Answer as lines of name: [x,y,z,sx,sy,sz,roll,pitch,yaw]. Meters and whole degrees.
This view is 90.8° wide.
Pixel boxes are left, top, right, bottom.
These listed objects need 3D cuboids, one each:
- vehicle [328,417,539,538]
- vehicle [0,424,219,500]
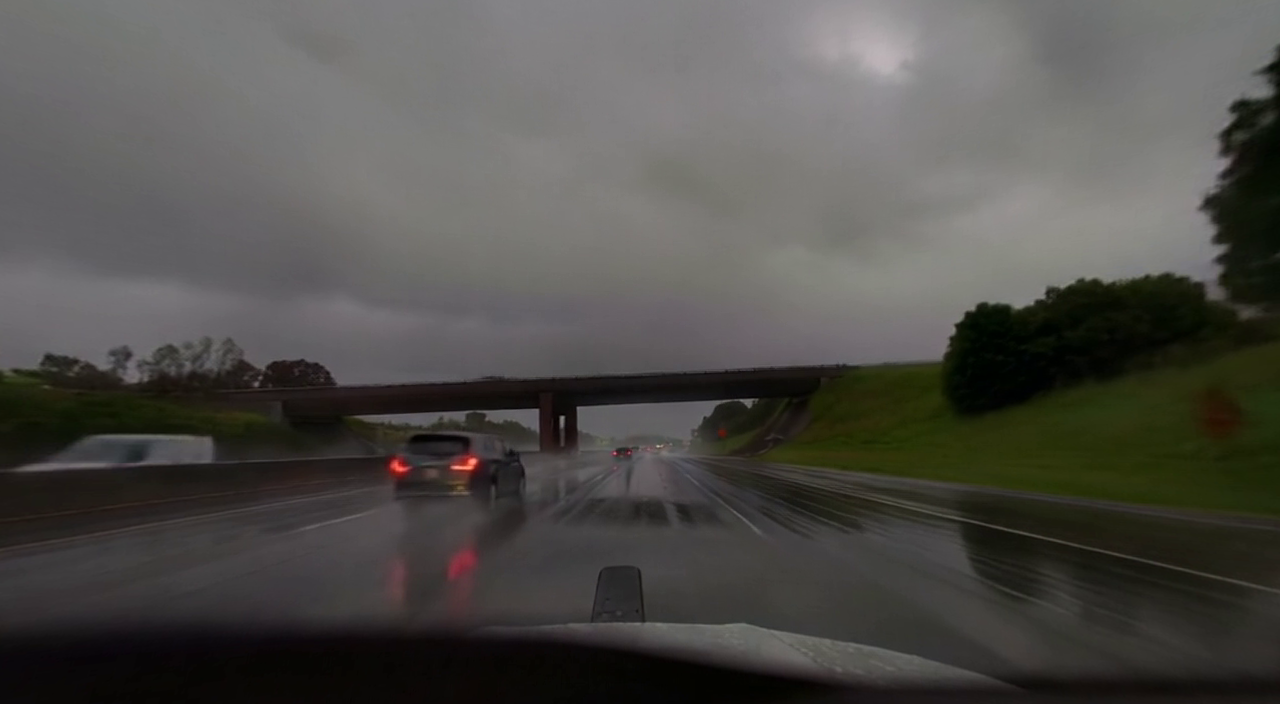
vehicle: [-3.356,2.166,11.436,2.181,1.730,4.517,0,-9,1]
vehicle: [-14.900,3.089,18.027,2.078,1.841,5.188,0,-9,1]
